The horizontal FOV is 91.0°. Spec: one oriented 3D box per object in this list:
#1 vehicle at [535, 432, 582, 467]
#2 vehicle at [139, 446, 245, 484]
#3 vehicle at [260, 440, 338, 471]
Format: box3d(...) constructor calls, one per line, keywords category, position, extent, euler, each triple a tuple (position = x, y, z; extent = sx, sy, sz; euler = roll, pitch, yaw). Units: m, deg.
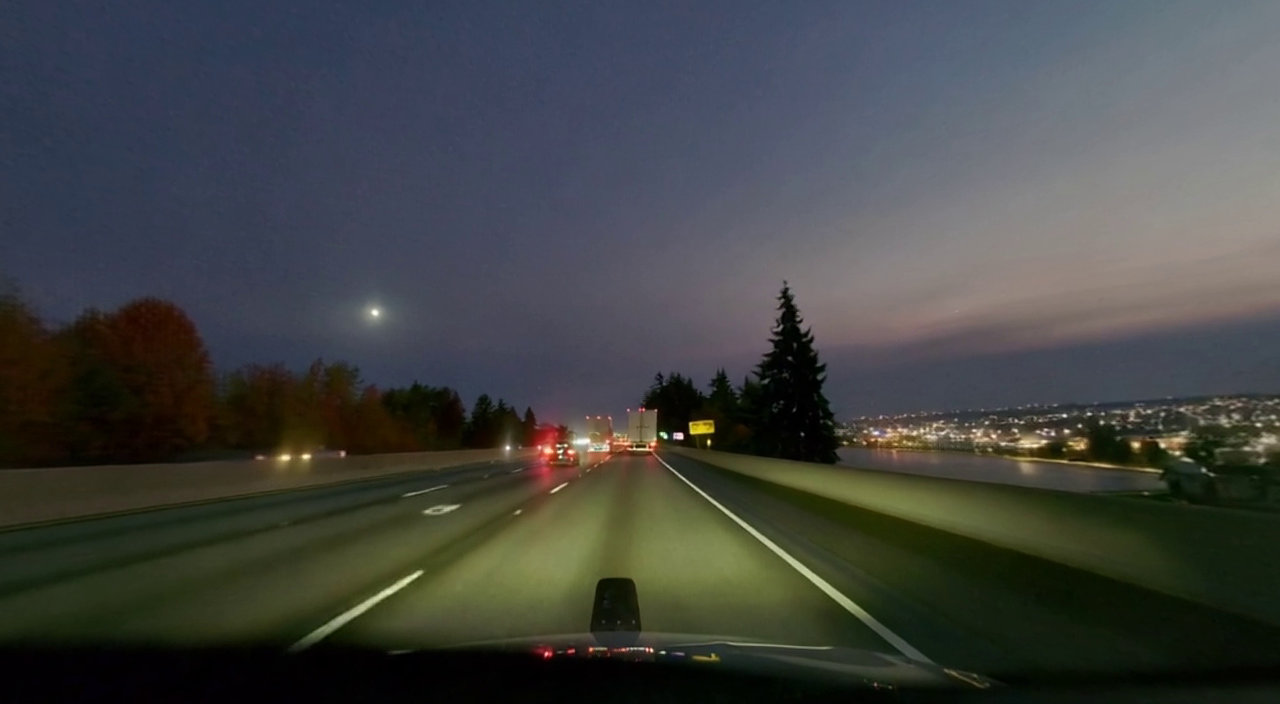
box3d(category="vehicle", position=(-4.494, 5.442, 35.373), extent=(2.127, 1.839, 4.984), euler=(0, -8, -2))
box3d(category="vehicle", position=(-19.025, 4.778, 26.977), extent=(1.720, 1.436, 3.804), euler=(0, -8, 0))
box3d(category="vehicle", position=(-23.090, 6.994, 42.945), extent=(2.199, 1.919, 5.601), euler=(0, -8, -1))
